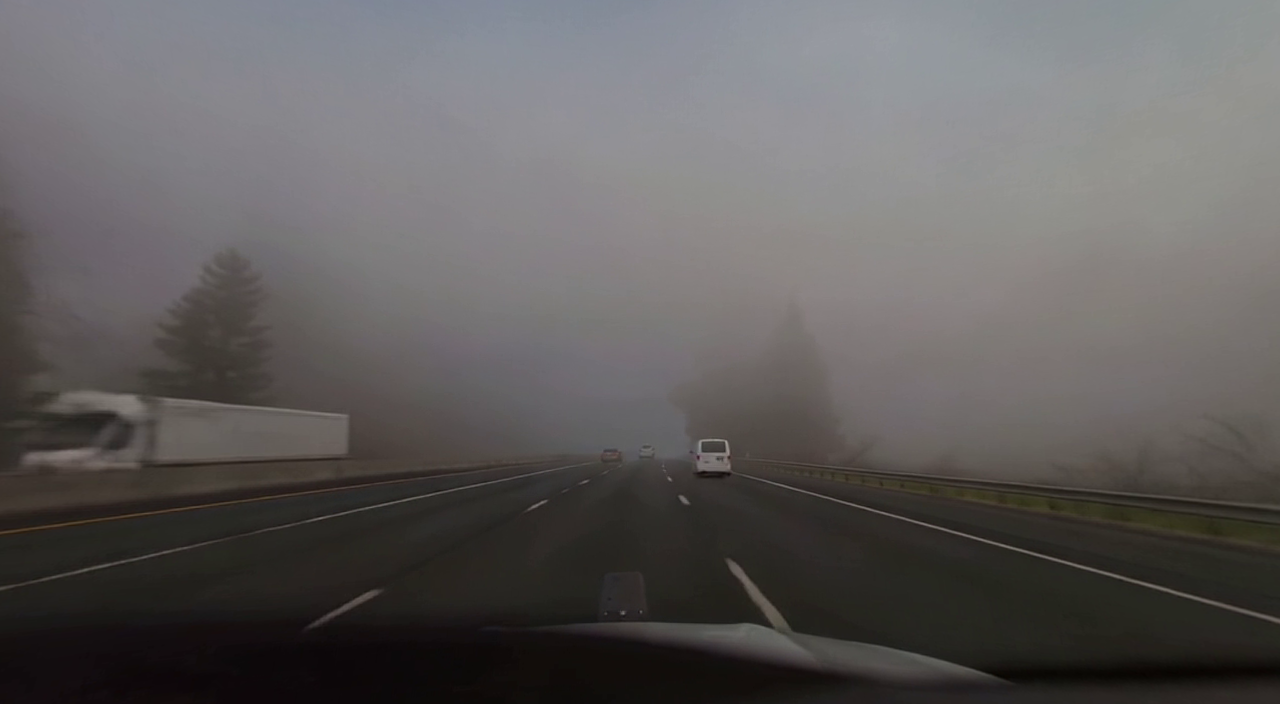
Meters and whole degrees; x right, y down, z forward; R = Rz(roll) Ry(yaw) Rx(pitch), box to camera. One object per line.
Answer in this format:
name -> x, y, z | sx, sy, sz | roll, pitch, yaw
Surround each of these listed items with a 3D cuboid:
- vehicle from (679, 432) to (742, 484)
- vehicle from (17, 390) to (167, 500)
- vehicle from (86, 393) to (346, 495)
vehicle -> 2.936, 4.575, 27.363 | 2.219, 2.033, 4.911 | 0, -9, 1
vehicle -> -20.202, 3.448, 23.417 | 2.917, 3.843, 2.501 | 0, -9, 1
vehicle -> -19.987, 4.723, 31.923 | 2.877, 3.982, 14.343 | 0, -9, 1
